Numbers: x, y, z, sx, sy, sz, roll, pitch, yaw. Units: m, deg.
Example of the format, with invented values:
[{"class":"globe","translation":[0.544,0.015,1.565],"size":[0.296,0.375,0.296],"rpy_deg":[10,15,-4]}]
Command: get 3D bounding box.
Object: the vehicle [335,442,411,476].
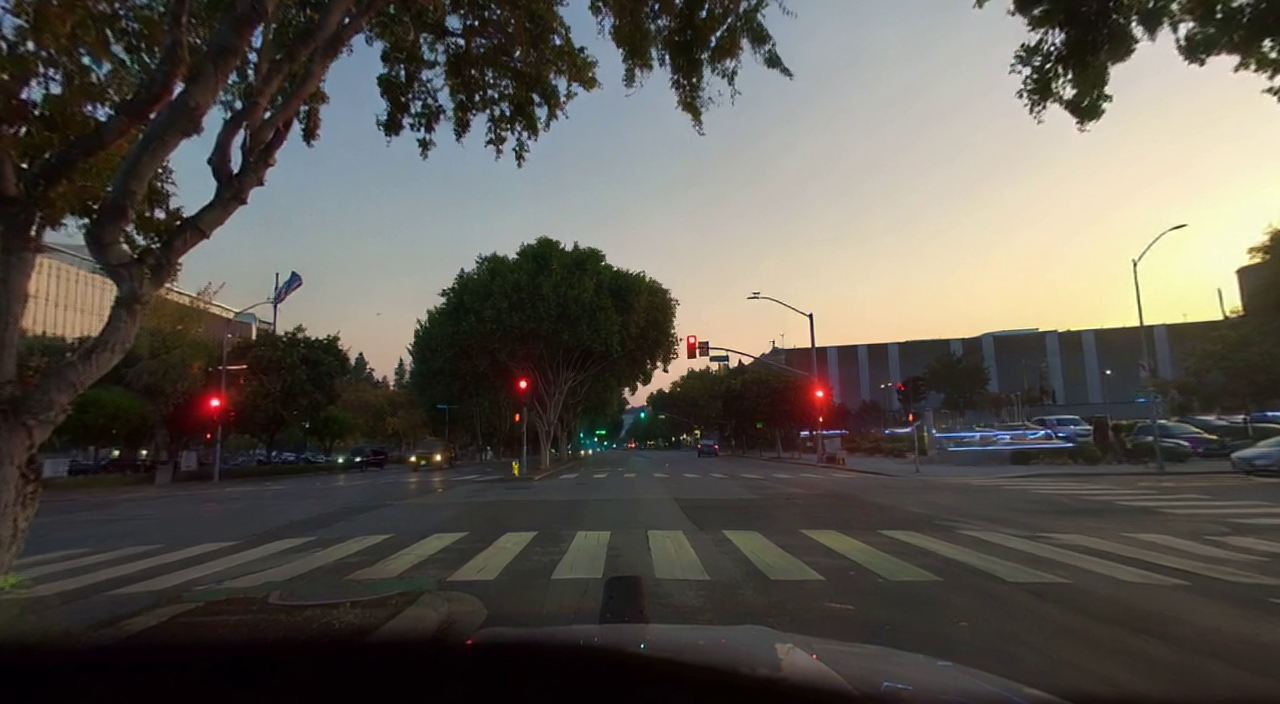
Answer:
[{"class":"vehicle","translation":[-14.832,5.926,35.367],"size":[2.169,1.753,4.640],"rpy_deg":[0,-8,1]}]
